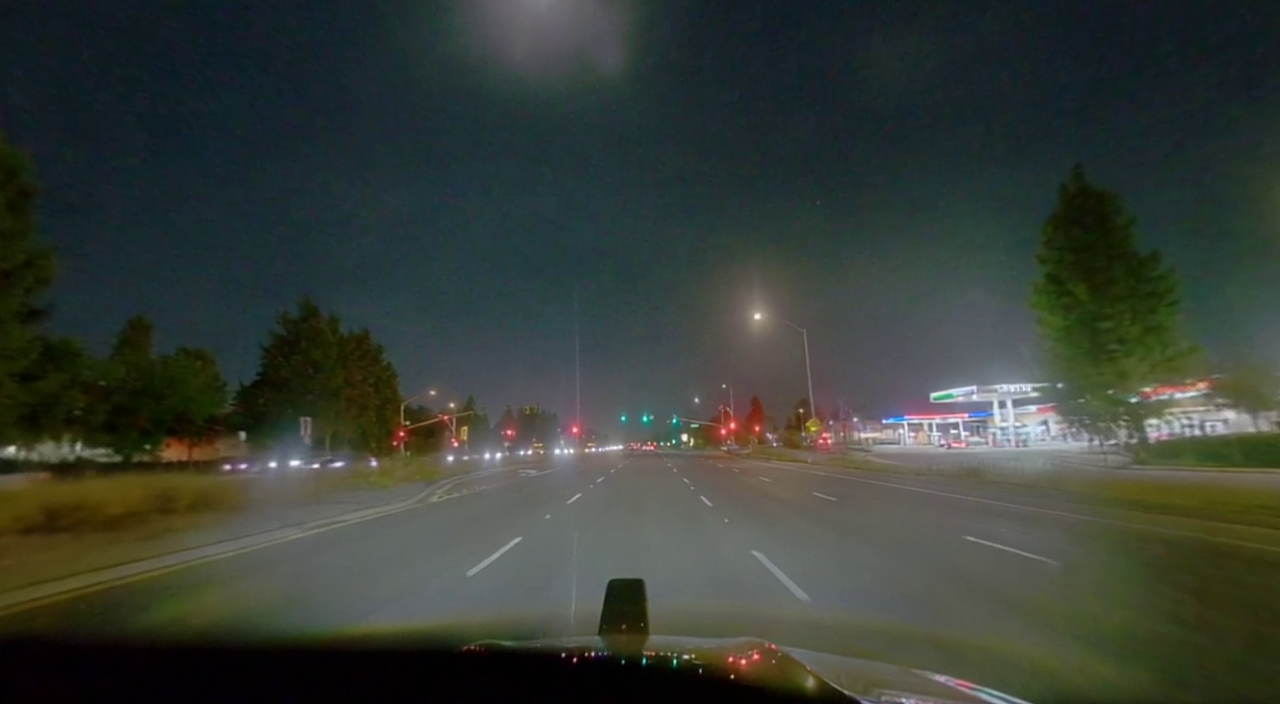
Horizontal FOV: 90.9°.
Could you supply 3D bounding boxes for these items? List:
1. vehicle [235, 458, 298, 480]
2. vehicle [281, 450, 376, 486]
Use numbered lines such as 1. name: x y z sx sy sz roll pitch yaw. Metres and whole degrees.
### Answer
1. vehicle: -26.341 8.239 44.616 1.698 1.428 4.539 0 -9 0
2. vehicle: -14.032 5.229 28.754 1.951 1.470 4.673 0 -9 0
